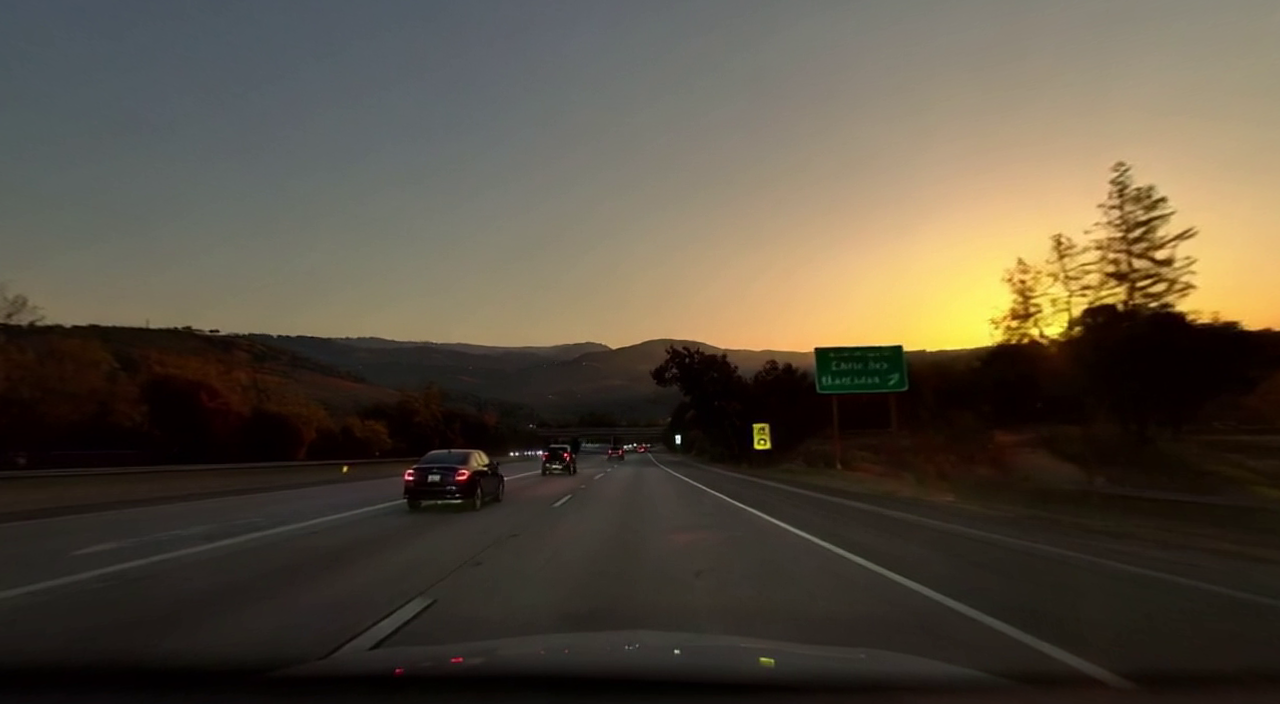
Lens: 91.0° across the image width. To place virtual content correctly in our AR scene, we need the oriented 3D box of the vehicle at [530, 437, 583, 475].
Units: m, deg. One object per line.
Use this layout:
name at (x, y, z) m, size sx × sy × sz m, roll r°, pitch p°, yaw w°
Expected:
vehicle at (-4.382, 5.531, 33.711) m, size 2.177 × 1.852 × 4.427 m, roll 0°, pitch -9°, yaw 1°

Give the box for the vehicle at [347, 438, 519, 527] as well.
vehicle at (-4.065, 2.635, 13.336) m, size 2.044 × 1.527 × 4.607 m, roll 0°, pitch -9°, yaw 0°
